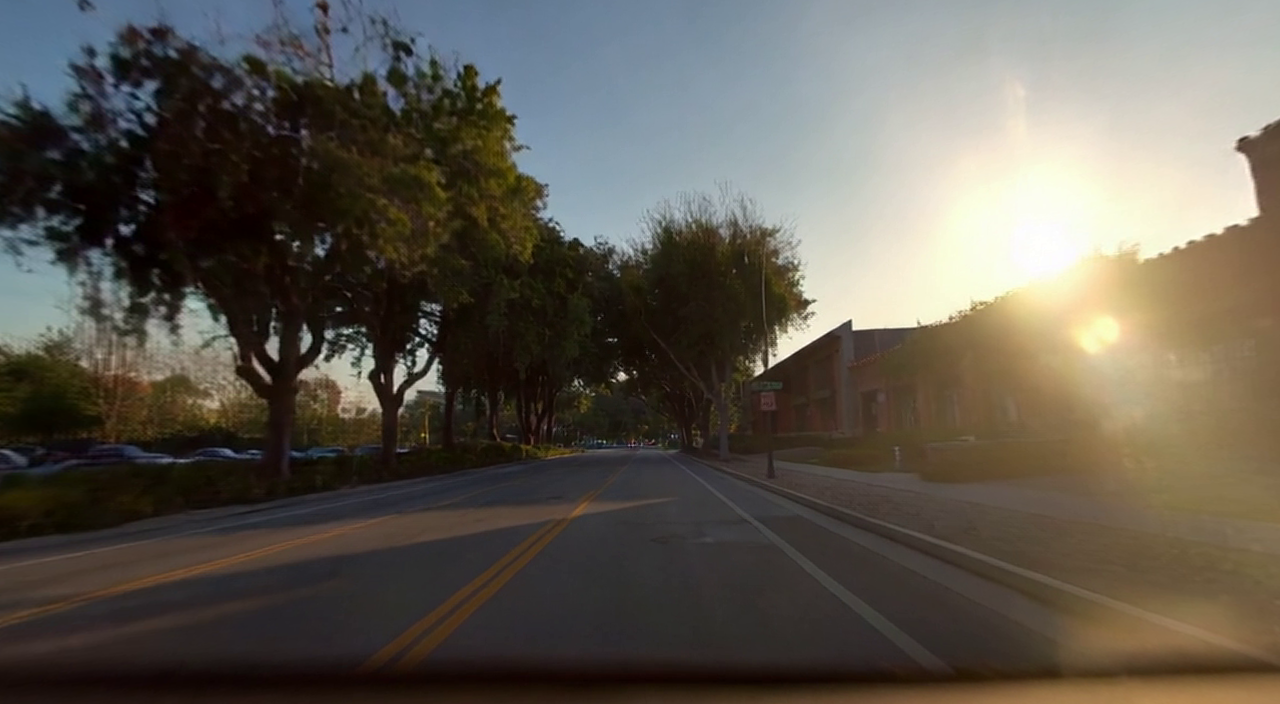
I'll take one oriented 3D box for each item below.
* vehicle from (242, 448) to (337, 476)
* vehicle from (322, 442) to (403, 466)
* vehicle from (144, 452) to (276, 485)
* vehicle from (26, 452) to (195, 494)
[{"bbox_3d":[-19.116,5.991,34.501,4.005,1.433,1.953,0,-8,0],"label":"vehicle"},{"bbox_3d":[-18.836,6.935,42.905,4.606,1.544,1.965,0,-8,0],"label":"vehicle"},{"bbox_3d":[-19.535,5.278,28.775,4.567,1.402,1.910,0,-8,0],"label":"vehicle"},{"bbox_3d":[-19.812,4.538,23.760,4.503,1.462,1.993,0,-8,-1],"label":"vehicle"}]
